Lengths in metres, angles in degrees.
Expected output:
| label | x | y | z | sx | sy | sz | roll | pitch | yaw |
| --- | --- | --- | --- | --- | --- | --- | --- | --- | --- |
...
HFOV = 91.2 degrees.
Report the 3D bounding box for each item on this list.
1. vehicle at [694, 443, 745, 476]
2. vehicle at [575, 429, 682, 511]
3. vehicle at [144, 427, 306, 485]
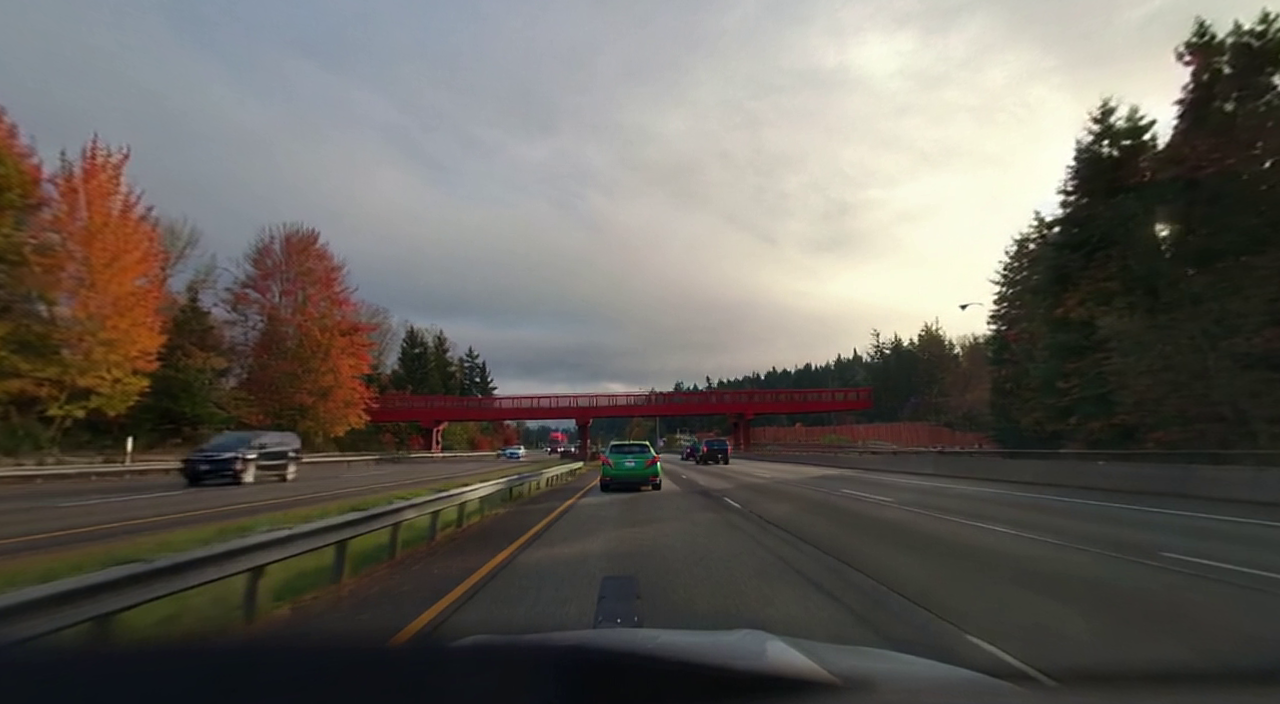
| label | x | y | z | sx | sy | sz | roll | pitch | yaw |
| --- | --- | --- | --- | --- | --- | --- | --- | --- | --- |
| vehicle | 3.913 | 5.334 | 31.296 | 1.894 | 1.487 | 3.751 | 0 | -9 | -2 |
| vehicle | -0.260 | 2.802 | 15.323 | 2.259 | 1.699 | 4.015 | 0 | -9 | 0 |
| vehicle | -13.142 | 3.347 | 20.308 | 2.058 | 1.624 | 4.697 | 0 | -9 | 0 |
